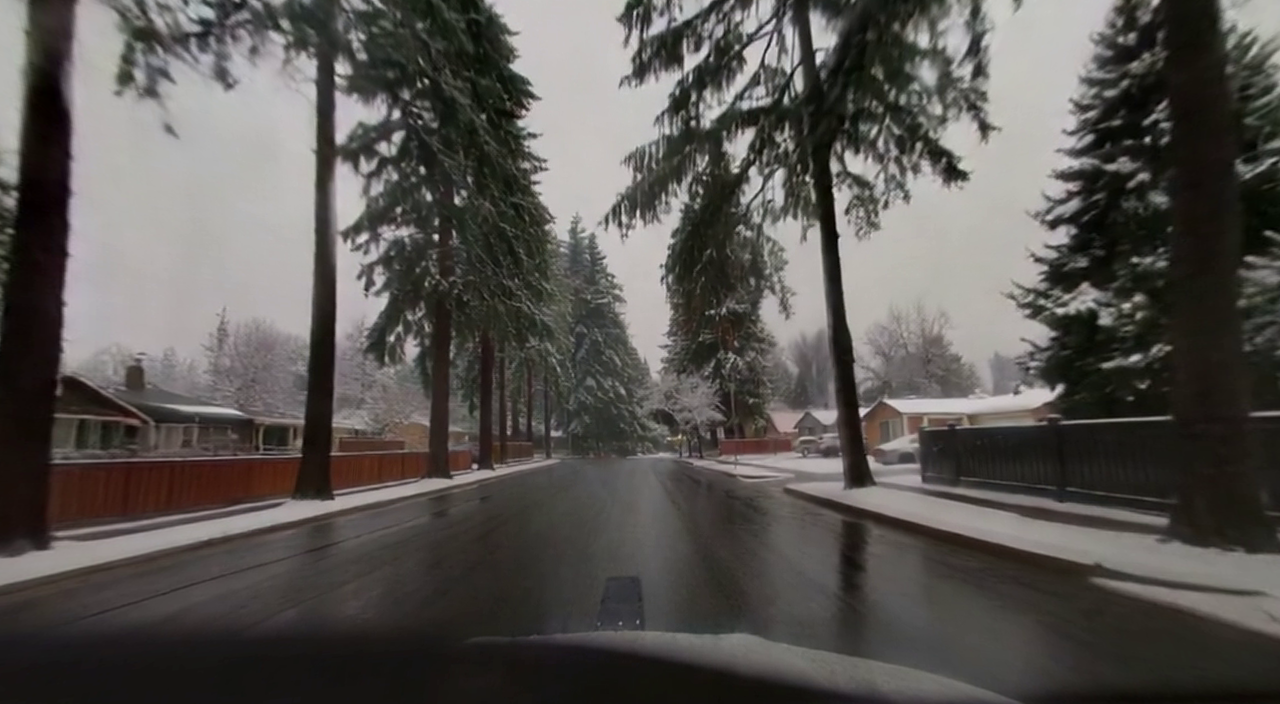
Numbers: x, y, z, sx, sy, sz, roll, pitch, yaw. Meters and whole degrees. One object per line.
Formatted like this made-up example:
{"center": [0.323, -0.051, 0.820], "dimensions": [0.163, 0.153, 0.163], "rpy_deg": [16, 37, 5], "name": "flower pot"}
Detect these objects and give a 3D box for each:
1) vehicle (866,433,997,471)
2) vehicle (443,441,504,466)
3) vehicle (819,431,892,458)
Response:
{"center": [11.751, 4.066, 25.711], "dimensions": [4.415, 1.457, 1.797], "rpy_deg": [0, -9, 1], "name": "vehicle"}
{"center": [-12.741, 7.727, 48.252], "dimensions": [4.656, 1.835, 2.039], "rpy_deg": [-7, -11, 37], "name": "vehicle"}
{"center": [14.287, 6.181, 42.124], "dimensions": [4.261, 1.725, 1.955], "rpy_deg": [-2, -8, 11], "name": "vehicle"}
